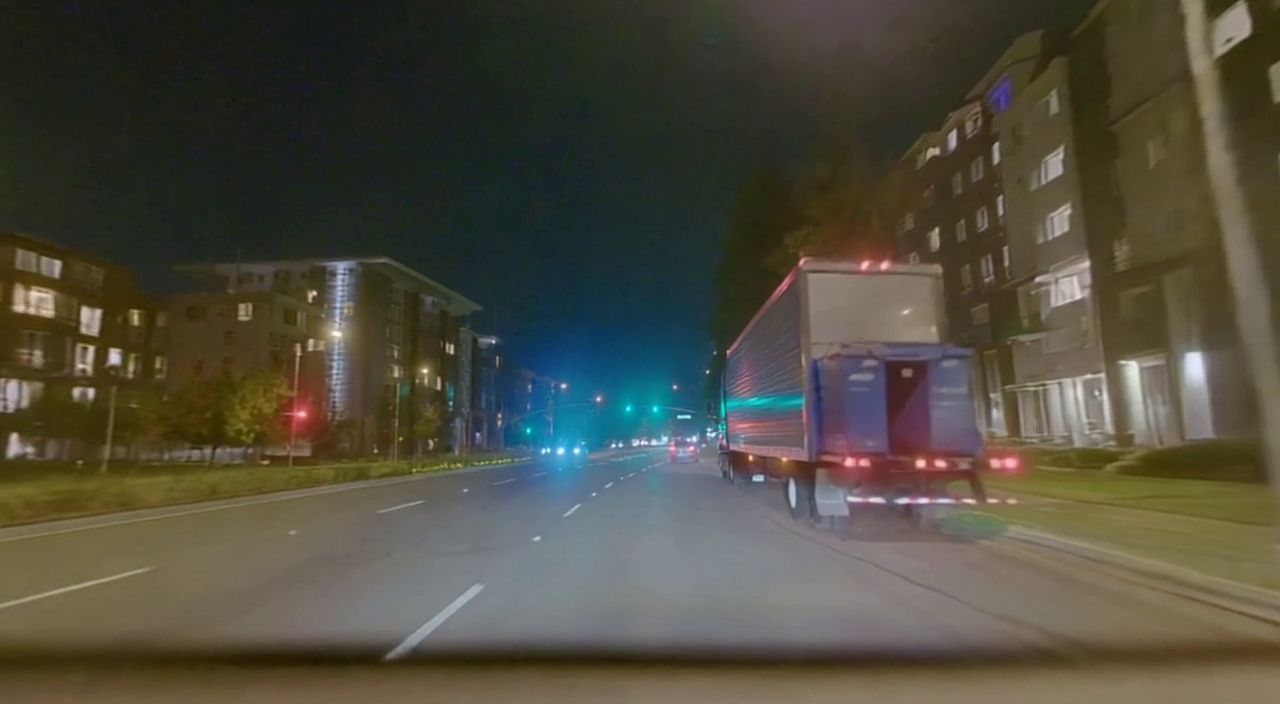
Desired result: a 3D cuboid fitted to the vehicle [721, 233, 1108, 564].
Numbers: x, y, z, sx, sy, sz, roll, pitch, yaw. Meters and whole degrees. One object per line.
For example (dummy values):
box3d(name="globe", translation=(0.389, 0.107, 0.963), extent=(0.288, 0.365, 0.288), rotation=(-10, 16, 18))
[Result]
box3d(name="vehicle", translation=(4.085, 1.407, 14.236), extent=(3.157, 3.982, 13.307), rotation=(0, -8, 2))

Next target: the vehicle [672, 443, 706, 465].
box3d(name="vehicle", translation=(3.253, 6.644, 41.262), extent=(1.871, 1.370, 4.206), rotation=(-1, -8, 9))
